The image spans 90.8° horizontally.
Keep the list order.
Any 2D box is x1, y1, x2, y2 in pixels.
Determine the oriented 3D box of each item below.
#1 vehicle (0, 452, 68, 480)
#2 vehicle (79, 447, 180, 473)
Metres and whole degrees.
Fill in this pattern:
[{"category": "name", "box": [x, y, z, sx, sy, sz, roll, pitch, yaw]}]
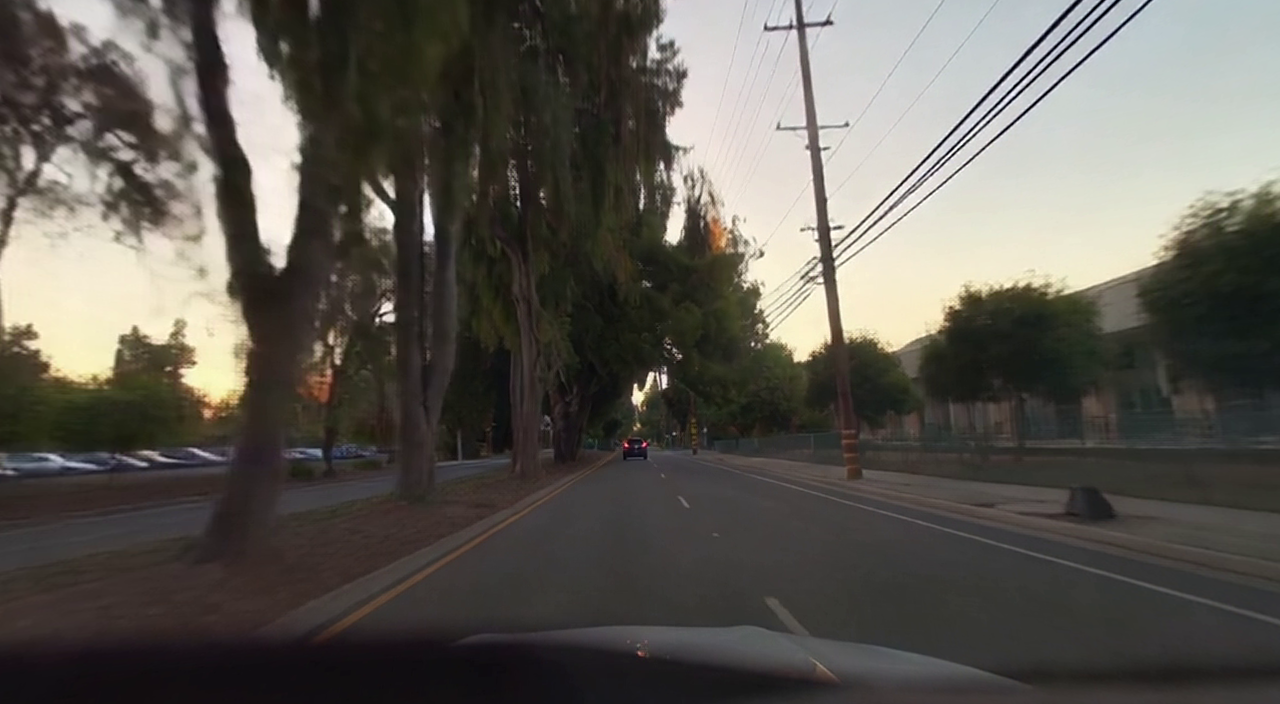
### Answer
[{"category": "vehicle", "box": [-34.306, 6.220, 34.610, 4.052, 1.467, 1.937, 0, -9, 1]}, {"category": "vehicle", "box": [-34.131, 7.213, 42.354, 4.662, 1.660, 2.312, 0, -8, -2]}]
